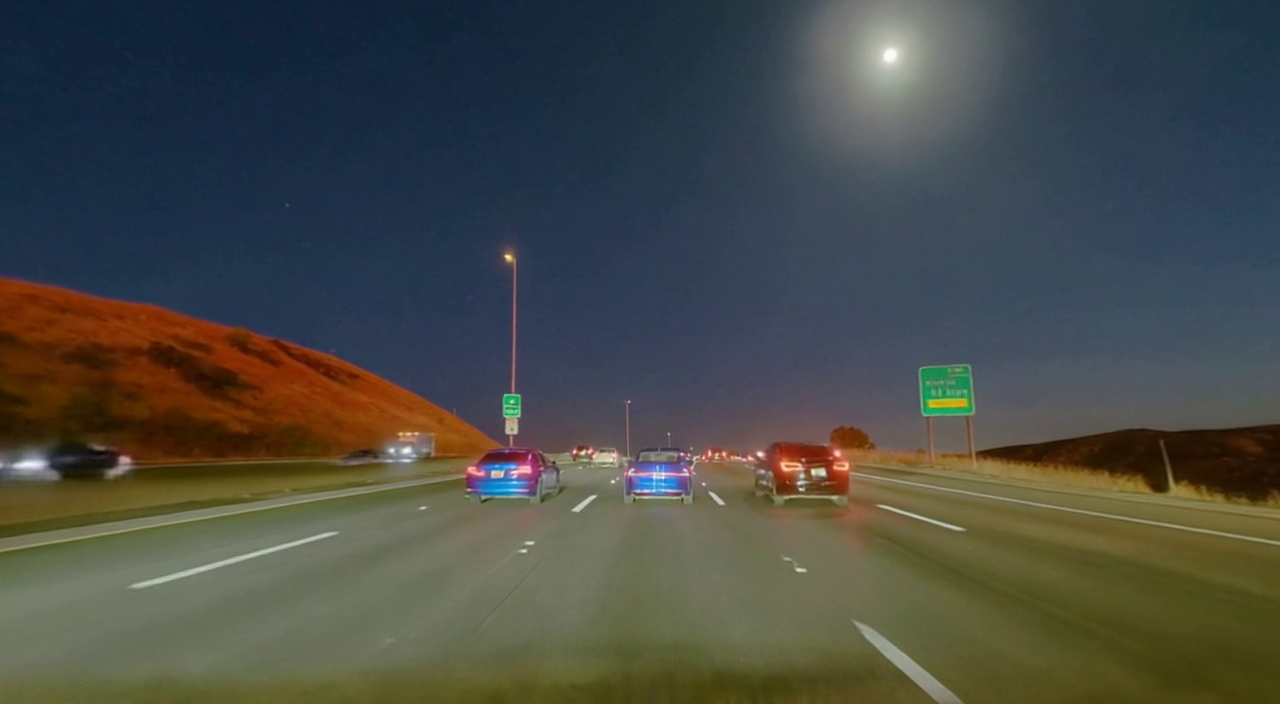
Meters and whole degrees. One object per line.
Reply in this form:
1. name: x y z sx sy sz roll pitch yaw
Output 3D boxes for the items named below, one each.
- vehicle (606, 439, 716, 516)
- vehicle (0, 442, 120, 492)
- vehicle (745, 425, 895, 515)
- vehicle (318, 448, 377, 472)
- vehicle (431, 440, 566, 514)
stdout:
1. vehicle: 0.445 2.660 13.889 2.072 1.431 3.904 -1 -8 1
2. vehicle: -24.358 4.595 25.648 2.062 1.794 4.892 -1 -8 2
3. vehicle: 3.834 2.597 14.449 2.083 1.693 4.740 0 -8 1
4. vehicle: -19.361 7.145 41.991 1.790 1.461 4.165 -1 -8 2
5. vehicle: -3.094 2.830 14.838 2.017 1.446 4.384 -1 -8 2
